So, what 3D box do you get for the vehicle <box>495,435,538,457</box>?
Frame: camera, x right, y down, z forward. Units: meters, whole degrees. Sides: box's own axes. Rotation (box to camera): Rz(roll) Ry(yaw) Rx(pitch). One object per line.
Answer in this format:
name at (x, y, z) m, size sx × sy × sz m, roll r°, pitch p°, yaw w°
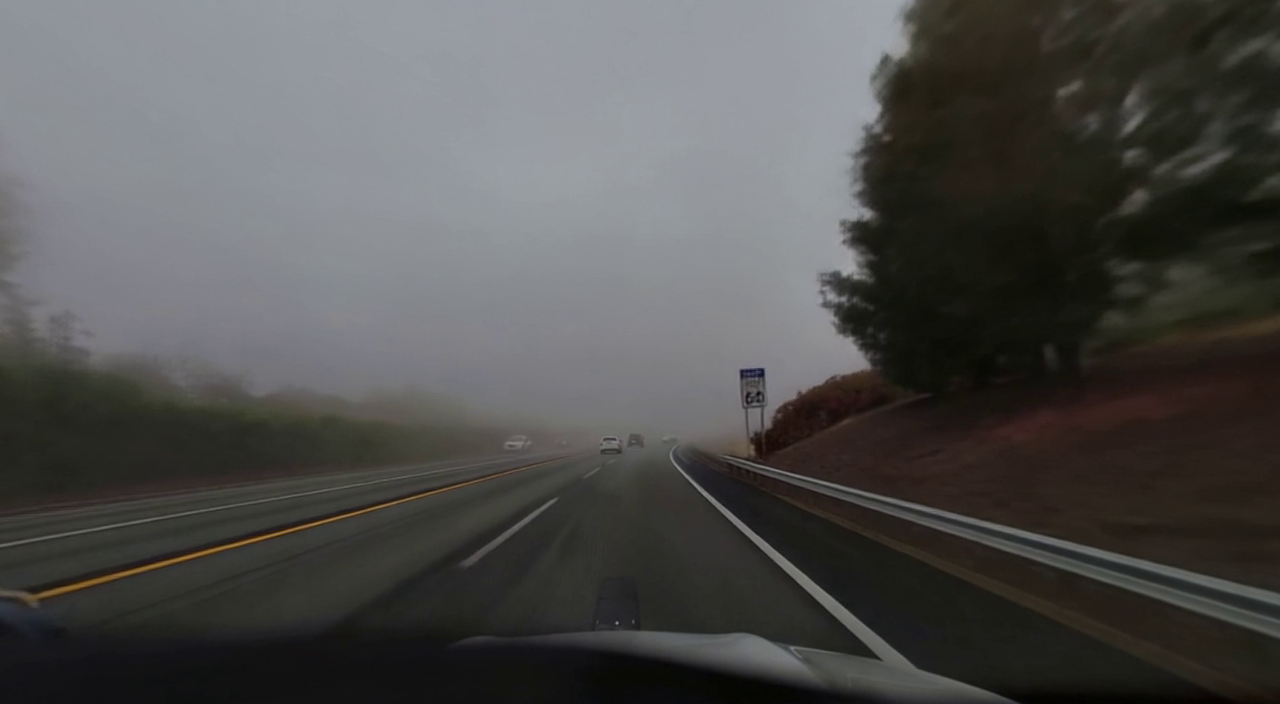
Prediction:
vehicle at (-9.013, 6.851, 46.185) m, size 1.917 × 1.475 × 4.700 m, roll 0°, pitch -8°, yaw 4°
